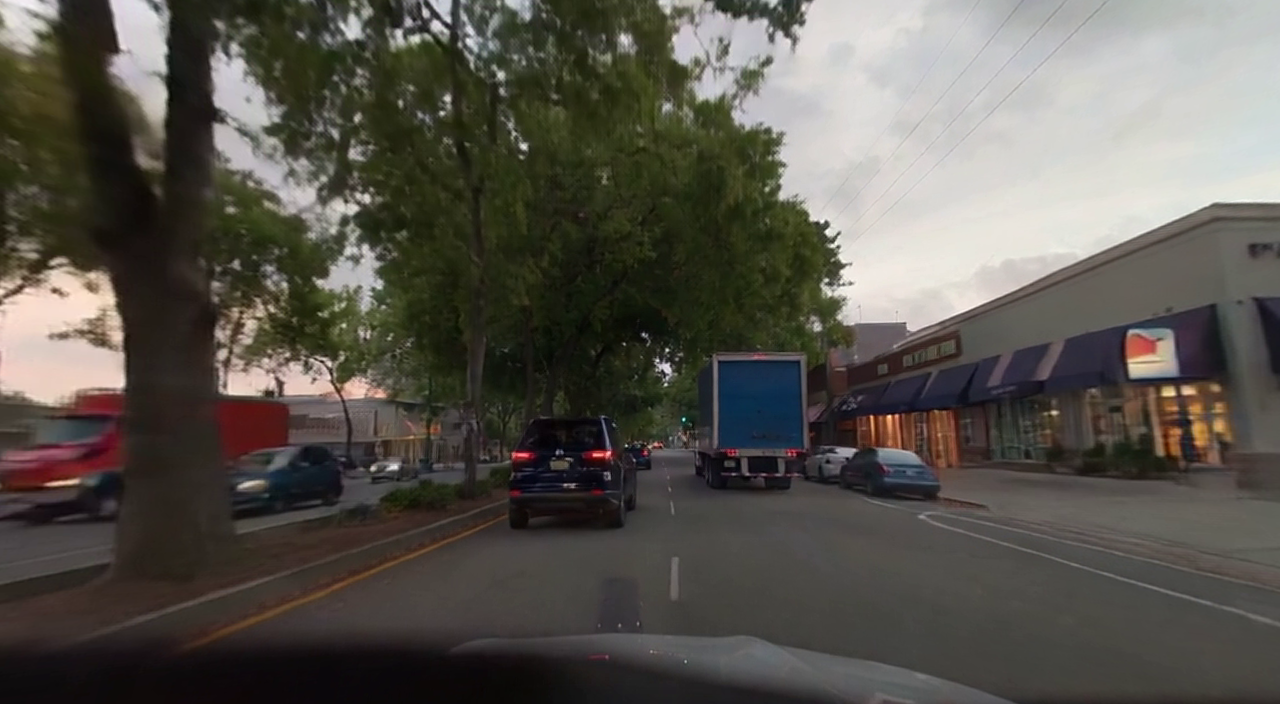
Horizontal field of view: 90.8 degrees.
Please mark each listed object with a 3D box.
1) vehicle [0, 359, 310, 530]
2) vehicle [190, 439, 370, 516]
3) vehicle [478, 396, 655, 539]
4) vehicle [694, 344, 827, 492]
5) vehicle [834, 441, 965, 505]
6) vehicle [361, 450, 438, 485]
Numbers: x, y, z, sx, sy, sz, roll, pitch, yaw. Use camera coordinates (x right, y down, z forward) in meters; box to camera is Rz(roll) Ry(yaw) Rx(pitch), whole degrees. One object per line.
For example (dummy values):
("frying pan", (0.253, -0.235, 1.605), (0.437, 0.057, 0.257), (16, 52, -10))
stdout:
("vehicle", (-12.625, 2.505, 17.226), (3.027, 3.656, 7.024), (-1, -9, 4))
("vehicle", (-9.034, 3.150, 16.416), (1.903, 1.684, 4.398), (-1, -9, 3))
("vehicle", (-1.021, 2.031, 11.621), (2.293, 2.036, 4.853), (-1, -9, 5))
("vehicle", (3.958, 2.818, 24.468), (3.007, 4.206, 12.913), (0, -8, 2))
("vehicle", (6.839, 3.201, 17.180), (1.929, 1.522, 4.158), (-1, -9, 2))
("vehicle", (-11.850, 5.693, 31.470), (1.966, 1.442, 4.466), (-4, -9, 2))
